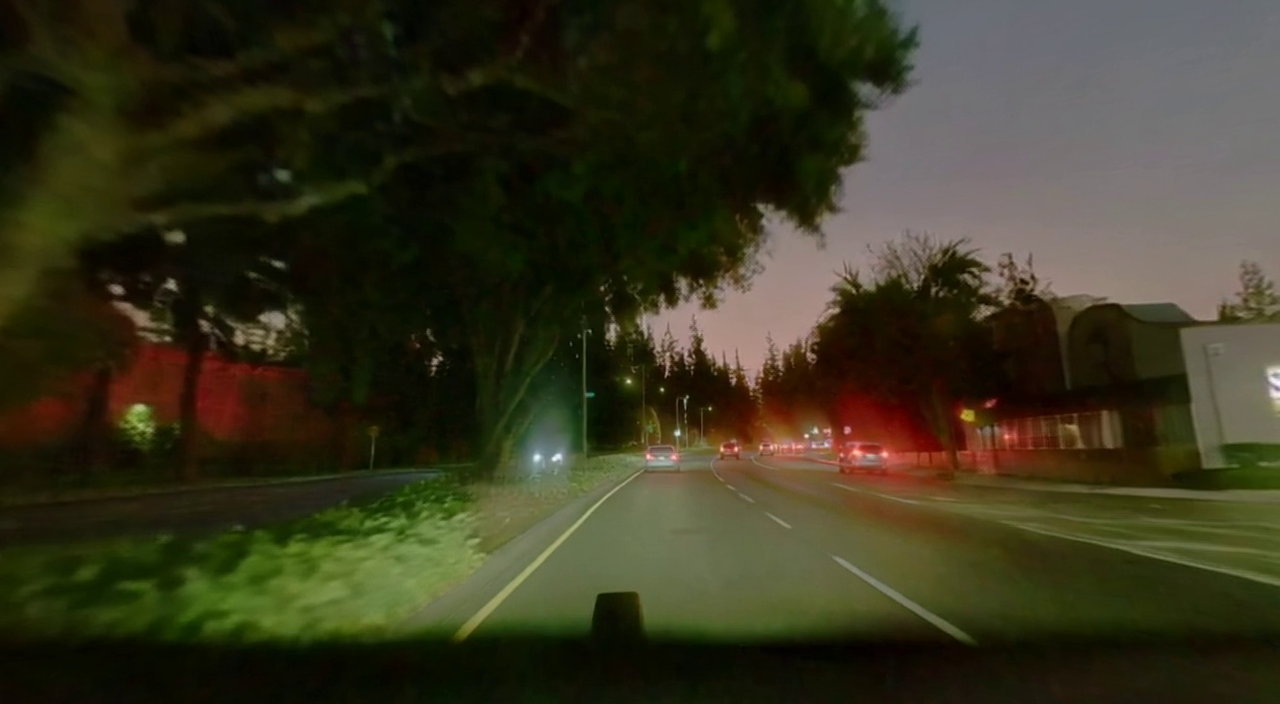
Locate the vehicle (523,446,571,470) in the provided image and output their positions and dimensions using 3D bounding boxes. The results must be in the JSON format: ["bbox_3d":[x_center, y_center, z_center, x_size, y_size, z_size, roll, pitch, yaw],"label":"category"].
[{"bbox_3d":[-6.090,7.008,42.049,2.063,1.483,4.751,-1,-8,5],"label":"vehicle"}]

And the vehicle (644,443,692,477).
[{"bbox_3d":[1.395,5.084,29.953,2.095,1.456,3.873,-1,-8,5],"label":"vehicle"}]
